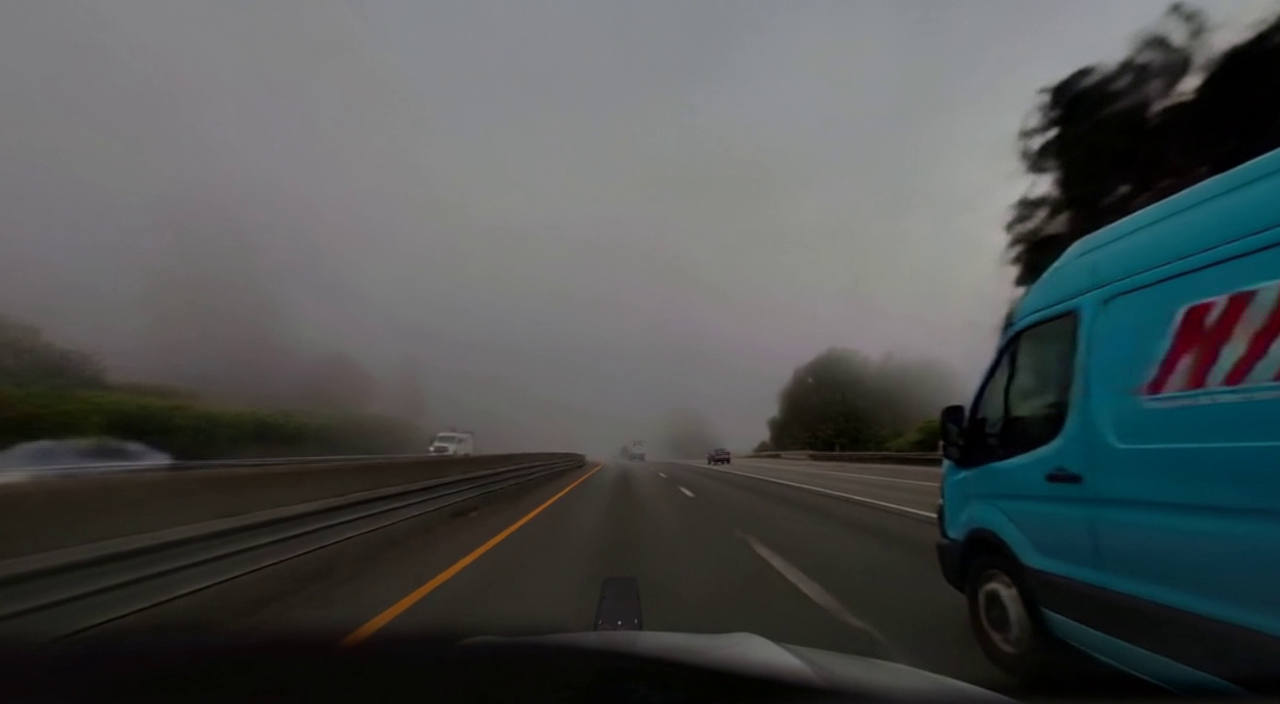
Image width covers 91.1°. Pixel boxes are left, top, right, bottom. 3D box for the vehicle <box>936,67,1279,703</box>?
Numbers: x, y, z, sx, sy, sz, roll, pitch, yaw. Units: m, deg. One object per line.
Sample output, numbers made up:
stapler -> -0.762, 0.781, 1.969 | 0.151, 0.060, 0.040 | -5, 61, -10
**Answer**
vehicle -> 3.483, 0.125, 0.920 | 2.355, 2.664, 7.367 | 0, -9, -1
